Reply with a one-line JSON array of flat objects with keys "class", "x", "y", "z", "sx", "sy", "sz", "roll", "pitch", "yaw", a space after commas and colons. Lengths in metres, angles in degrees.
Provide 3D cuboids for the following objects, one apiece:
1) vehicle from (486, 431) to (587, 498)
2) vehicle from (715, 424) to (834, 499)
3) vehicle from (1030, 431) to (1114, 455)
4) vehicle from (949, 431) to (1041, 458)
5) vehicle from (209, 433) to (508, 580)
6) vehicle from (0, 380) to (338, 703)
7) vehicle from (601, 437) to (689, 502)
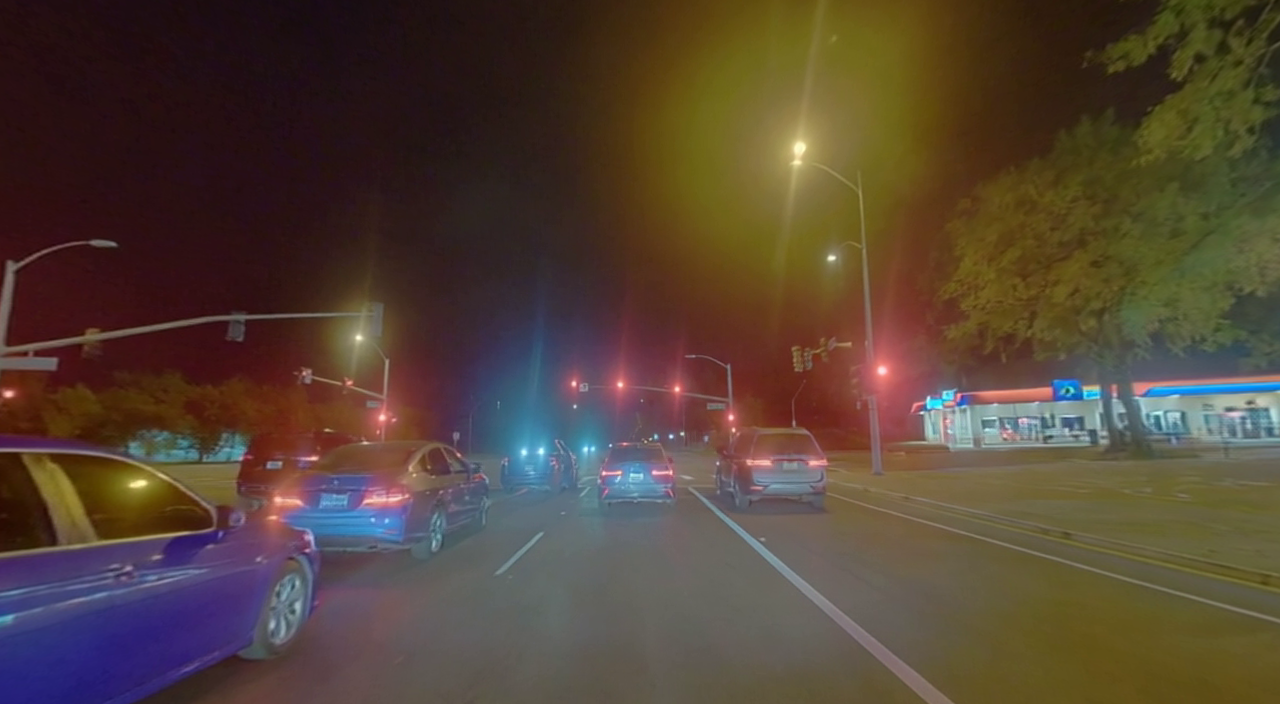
[{"class": "vehicle", "x": -2.823, "y": 3.197, "z": 18.182, "sx": 2.072, "sy": 1.694, "sz": 4.070, "roll": 0, "pitch": -9, "yaw": 2}, {"class": "vehicle", "x": 3.352, "y": 2.856, "z": 16.689, "sx": 2.076, "sy": 1.691, "sz": 4.402, "roll": 0, "pitch": -9, "yaw": -2}, {"class": "vehicle", "x": 30.582, "y": 6.473, "z": 44.681, "sx": 4.432, "sy": 1.680, "sz": 1.932, "roll": 0, "pitch": -9, "yaw": 2}, {"class": "vehicle", "x": 23.336, "y": 6.097, "z": 41.496, "sx": 4.781, "sy": 1.700, "sz": 1.986, "roll": 0, "pitch": -9, "yaw": 1}, {"class": "vehicle", "x": -3.331, "y": 1.911, "z": 8.633, "sx": 2.014, "sy": 1.472, "sz": 4.357, "roll": 0, "pitch": -9, "yaw": 1}, {"class": "vehicle", "x": -3.077, "y": 0.786, "z": 1.471, "sx": 2.249, "sy": 1.517, "sz": 4.951, "roll": 0, "pitch": -9, "yaw": 1}, {"class": "vehicle", "x": 0.142, "y": 3.037, "z": 16.655, "sx": 2.032, "sy": 1.499, "sz": 3.994, "roll": 0, "pitch": -9, "yaw": 1}]
